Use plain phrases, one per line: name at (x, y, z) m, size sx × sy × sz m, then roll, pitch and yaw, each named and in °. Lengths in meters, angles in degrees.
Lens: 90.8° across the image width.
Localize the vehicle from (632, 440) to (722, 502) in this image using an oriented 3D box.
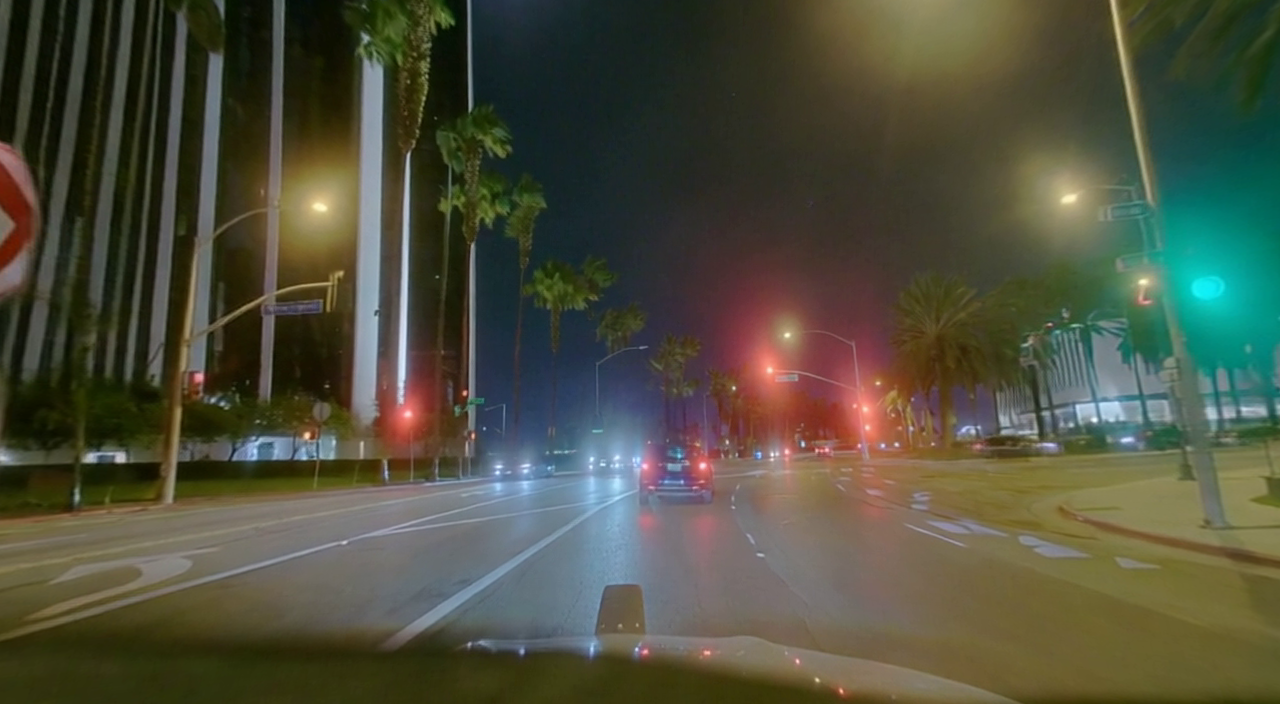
vehicle at (1.157, 3.210, 17.481) m, size 2.096 × 1.492 × 4.071 m, roll -1°, pitch -9°, yaw 9°

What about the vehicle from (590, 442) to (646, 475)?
vehicle at (-1.158, 5.926, 35.400) m, size 2.013 × 1.746 × 4.366 m, roll -2°, pitch -9°, yaw 14°

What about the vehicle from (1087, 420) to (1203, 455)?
vehicle at (28.032, 4.759, 35.139) m, size 5.049 × 1.861 × 2.081 m, roll 1°, pitch -9°, yaw -10°

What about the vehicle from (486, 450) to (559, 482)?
vehicle at (-5.858, 5.741, 32.141) m, size 2.012 × 1.467 × 4.592 m, roll -2°, pitch -9°, yaw 12°
